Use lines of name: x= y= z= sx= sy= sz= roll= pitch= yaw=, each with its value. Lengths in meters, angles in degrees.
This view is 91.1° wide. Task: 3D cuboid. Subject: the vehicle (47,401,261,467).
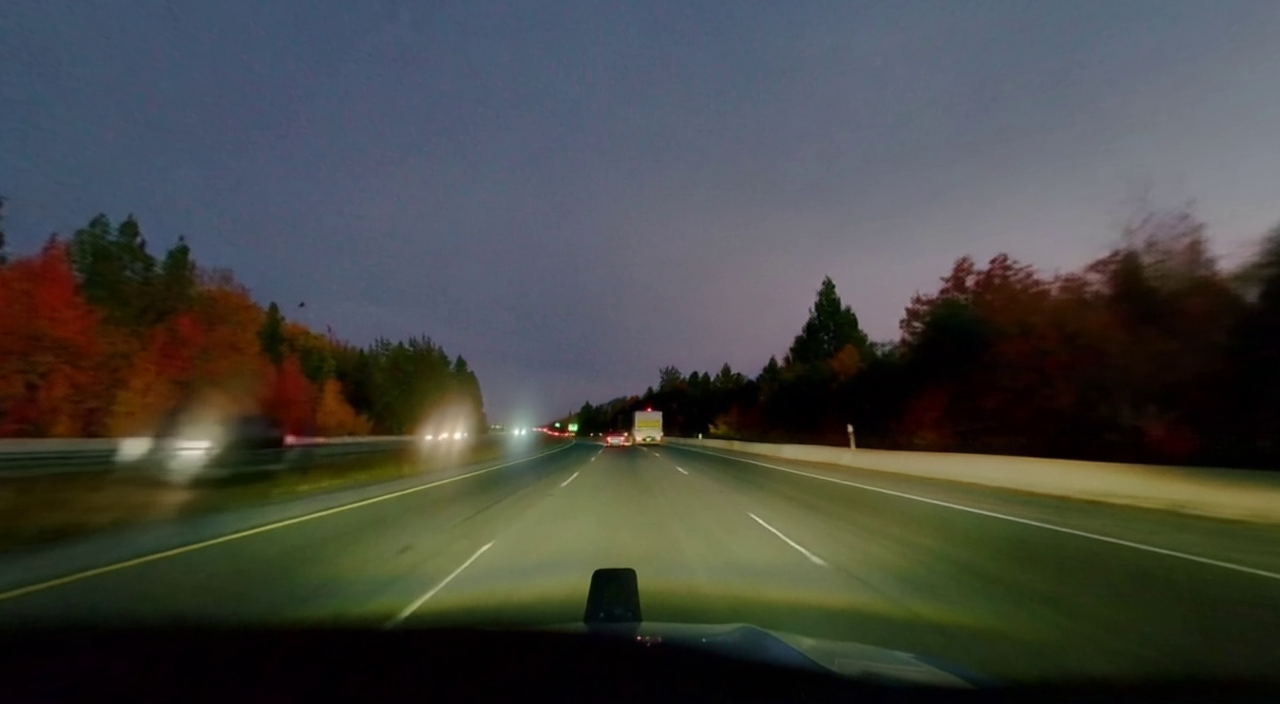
vehicle: x=-12.850 y=2.238 z=17.158 sx=2.180 sy=1.540 sz=4.653 roll=0 pitch=-8 yaw=-1
